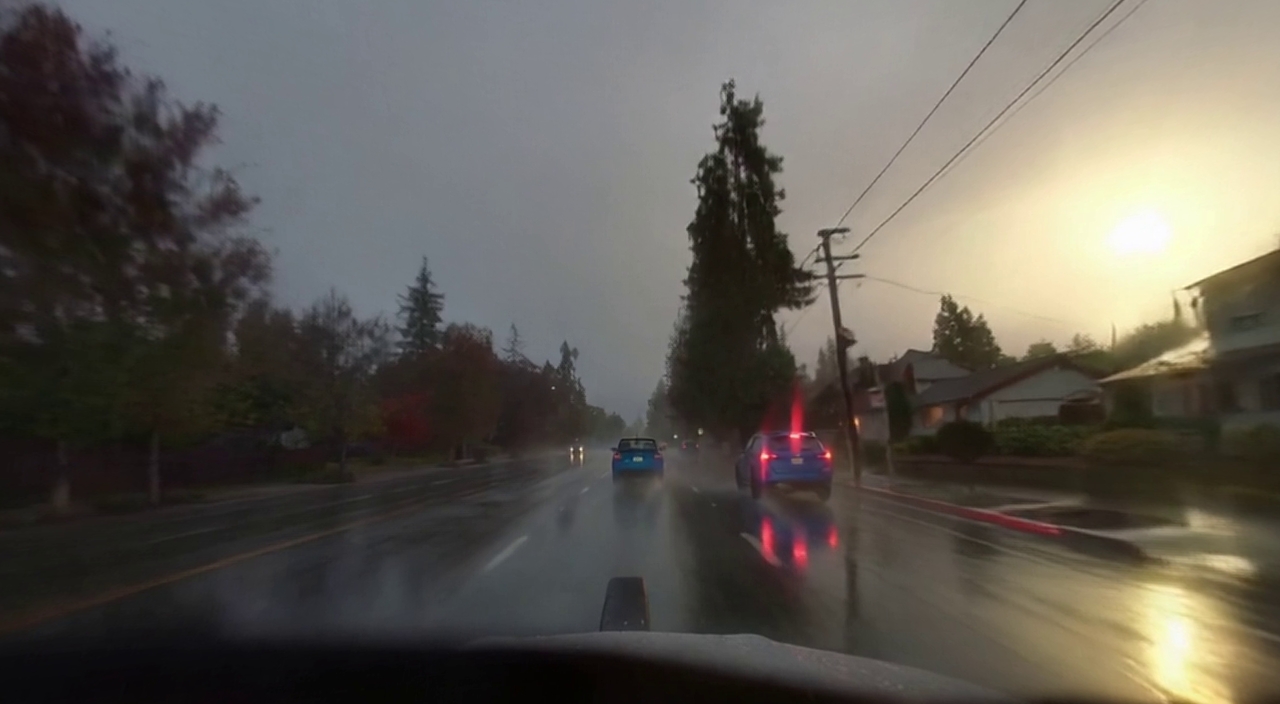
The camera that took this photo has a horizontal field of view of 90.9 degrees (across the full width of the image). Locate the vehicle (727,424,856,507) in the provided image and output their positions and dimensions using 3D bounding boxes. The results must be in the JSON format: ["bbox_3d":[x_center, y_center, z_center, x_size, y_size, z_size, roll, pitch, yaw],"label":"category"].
[{"bbox_3d":[3.483,2.703,15.508,2.024,1.711,4.512,0,-8,0],"label":"vehicle"}]

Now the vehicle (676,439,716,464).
[{"bbox_3d":[3.530,6.365,40.504,2.099,1.463,4.130,0,-8,-1],"label":"vehicle"}]

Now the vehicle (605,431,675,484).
[{"bbox_3d":[0.021,3.635,22.009,2.200,1.653,4.127,0,-8,1],"label":"vehicle"}]
